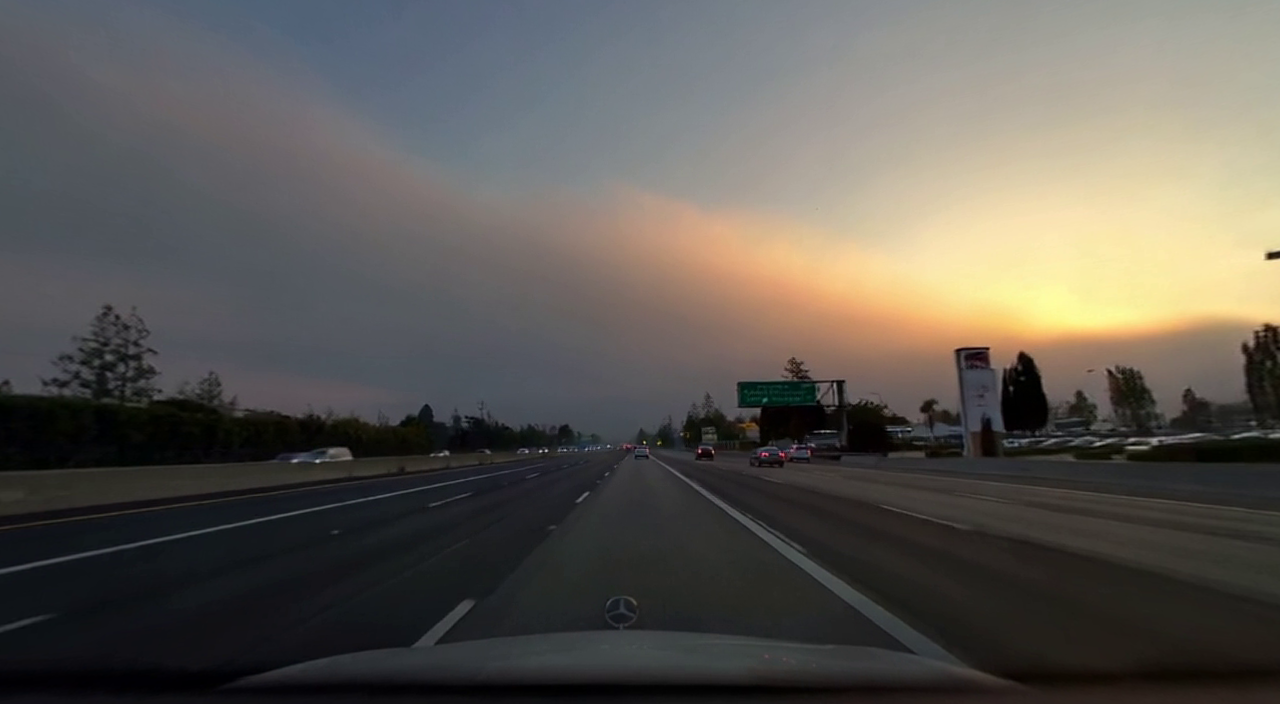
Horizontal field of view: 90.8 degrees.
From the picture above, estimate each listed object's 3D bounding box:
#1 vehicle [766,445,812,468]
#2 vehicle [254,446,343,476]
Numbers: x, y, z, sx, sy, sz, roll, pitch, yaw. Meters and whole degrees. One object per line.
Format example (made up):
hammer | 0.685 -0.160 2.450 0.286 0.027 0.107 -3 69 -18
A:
vehicle | 10.269 7.246 43.968 1.953 1.473 4.512 0 -8 -2
vehicle | -20.449 6.527 38.193 2.347 1.680 5.524 0 -8 0
